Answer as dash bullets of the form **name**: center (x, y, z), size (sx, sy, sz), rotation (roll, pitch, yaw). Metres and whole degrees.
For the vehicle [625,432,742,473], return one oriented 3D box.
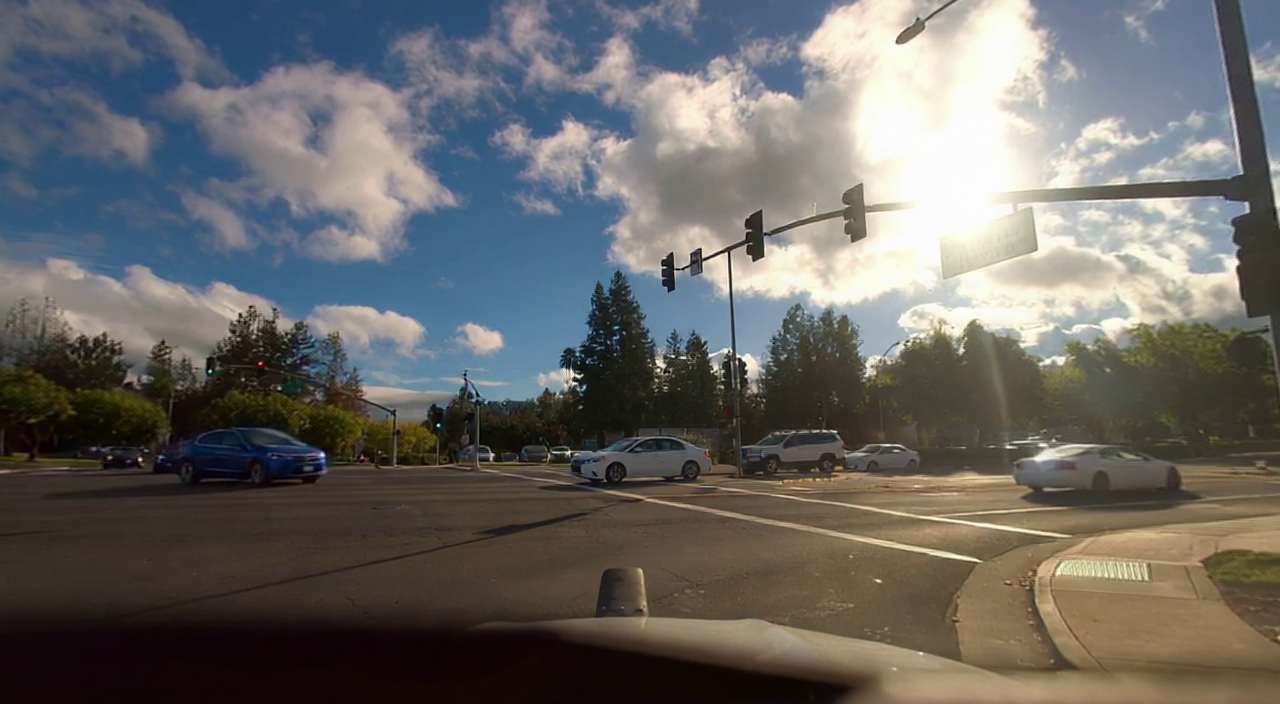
- **vehicle**: center (1.804, 4.147, 26.149), size (4.483, 1.589, 1.852), rotation (4, -9, -25)

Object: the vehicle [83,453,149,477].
- **vehicle**: center (-34.916, 7.480, 41.960), size (4.589, 1.462, 1.953), rotation (-5, -10, 32)

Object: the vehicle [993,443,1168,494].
- **vehicle**: center (13.726, 3.564, 19.683), size (4.686, 1.425, 2.018), rotation (3, -9, -19)

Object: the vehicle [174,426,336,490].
- **vehicle**: center (-12.531, 3.377, 20.421), size (5.332, 1.807, 2.450), rotation (-6, -10, 35)

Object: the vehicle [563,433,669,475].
- **vehicle**: center (-1.073, 4.576, 28.502), size (4.360, 1.749, 1.895), rotation (4, -10, -28)

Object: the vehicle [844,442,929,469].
- **vehicle**: center (13.853, 5.792, 35.423), size (4.457, 1.429, 1.862), rotation (4, -9, -26)

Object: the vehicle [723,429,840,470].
- **vehicle**: center (7.311, 5.064, 32.539), size (5.791, 1.964, 2.199), rotation (5, -10, -26)
